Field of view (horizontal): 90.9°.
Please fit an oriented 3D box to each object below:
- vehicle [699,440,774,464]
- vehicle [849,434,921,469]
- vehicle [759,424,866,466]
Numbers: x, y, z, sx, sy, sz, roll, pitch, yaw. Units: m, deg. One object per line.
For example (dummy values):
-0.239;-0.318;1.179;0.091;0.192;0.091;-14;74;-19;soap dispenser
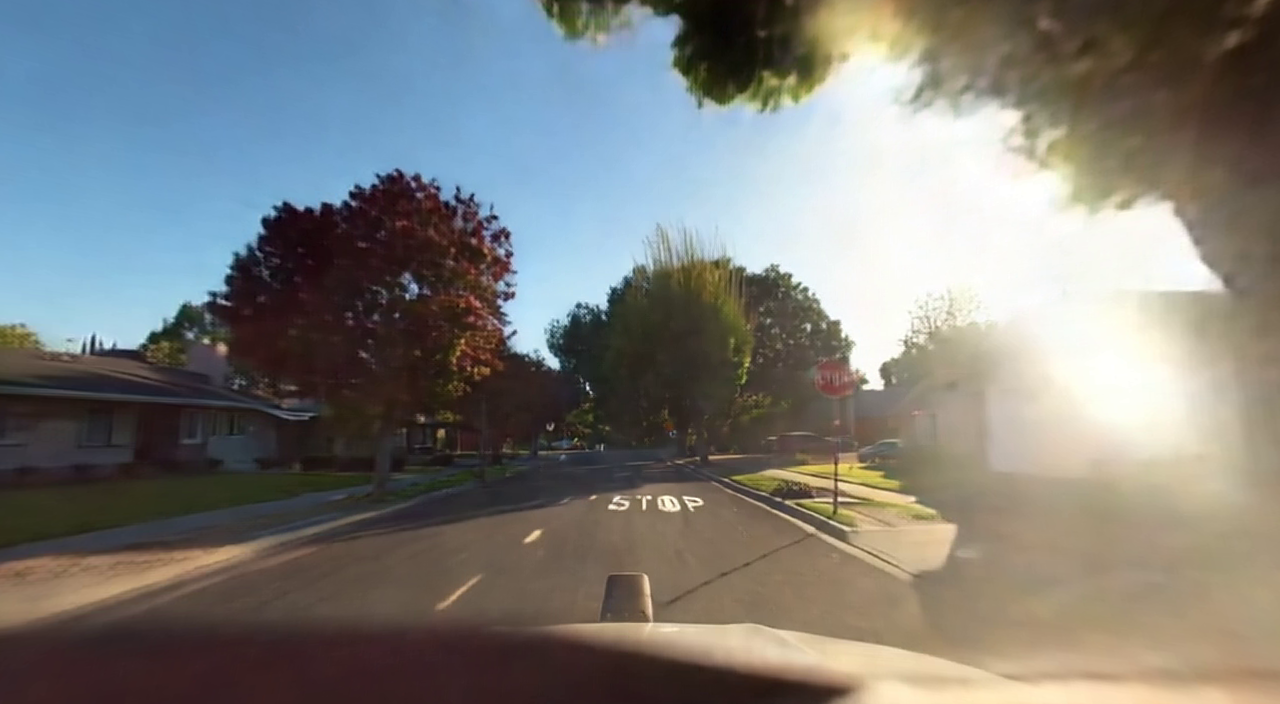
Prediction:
5.816;6.080;38.315;4.229;1.402;1.811;0;-8;0;vehicle
11.546;4.619;29.501;2.004;1.511;4.494;-6;-10;35;vehicle
9.650;5.203;35.576;5.239;1.933;2.131;-4;-6;-3;vehicle
